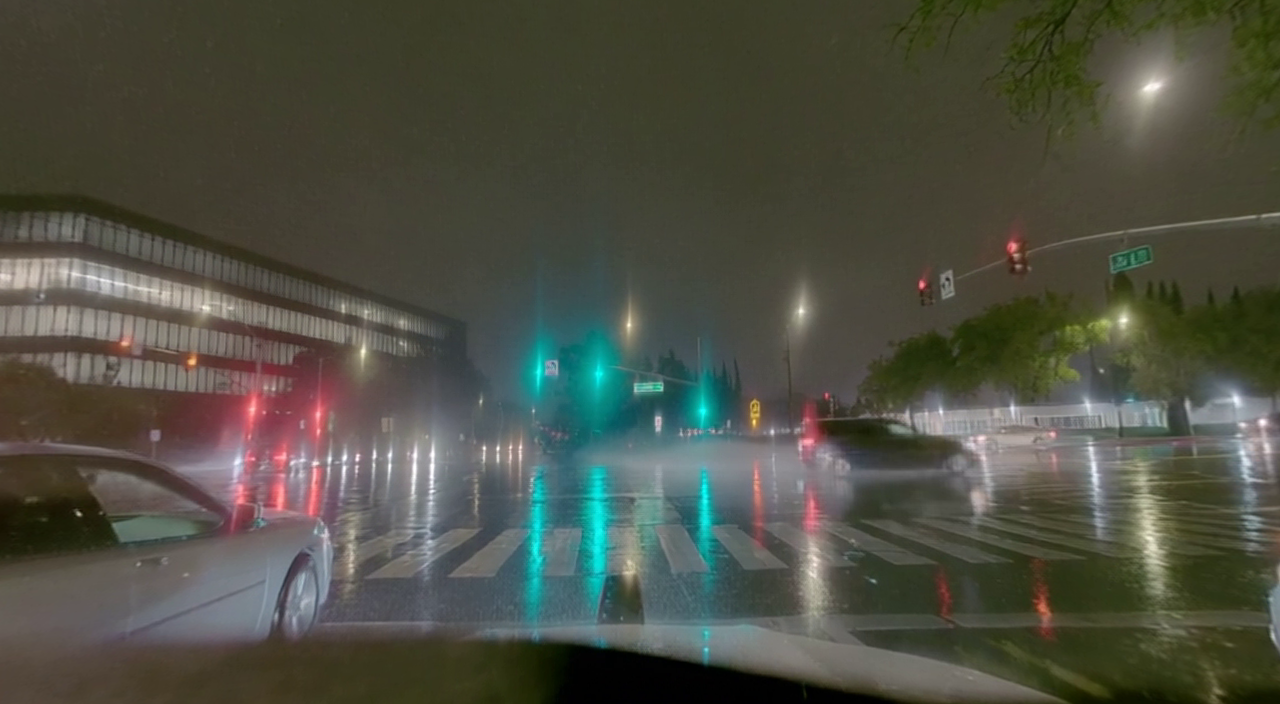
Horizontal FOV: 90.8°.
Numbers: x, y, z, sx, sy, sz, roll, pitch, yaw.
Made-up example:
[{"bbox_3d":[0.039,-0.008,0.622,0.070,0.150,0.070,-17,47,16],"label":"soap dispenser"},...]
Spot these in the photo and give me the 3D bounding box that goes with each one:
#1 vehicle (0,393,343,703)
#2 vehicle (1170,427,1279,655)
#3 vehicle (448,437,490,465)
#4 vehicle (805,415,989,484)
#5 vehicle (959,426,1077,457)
[{"bbox_3d":[-3.067,0.897,2.146,1.919,1.478,4.720,0,-8,-1],"label":"vehicle"},{"bbox_3d":[4.932,0.986,2.536,1.949,1.449,4.530,-1,-8,5],"label":"vehicle"},{"bbox_3d":[-12.817,7.420,47.512,2.051,1.715,4.346,-3,-6,-2],"label":"vehicle"},{"bbox_3d":[7.544,2.916,19.021,4.778,1.871,2.109,-3,-9,18],"label":"vehicle"},{"bbox_3d":[18.929,4.487,31.767,4.660,1.495,2.007,0,-8,-2],"label":"vehicle"}]
